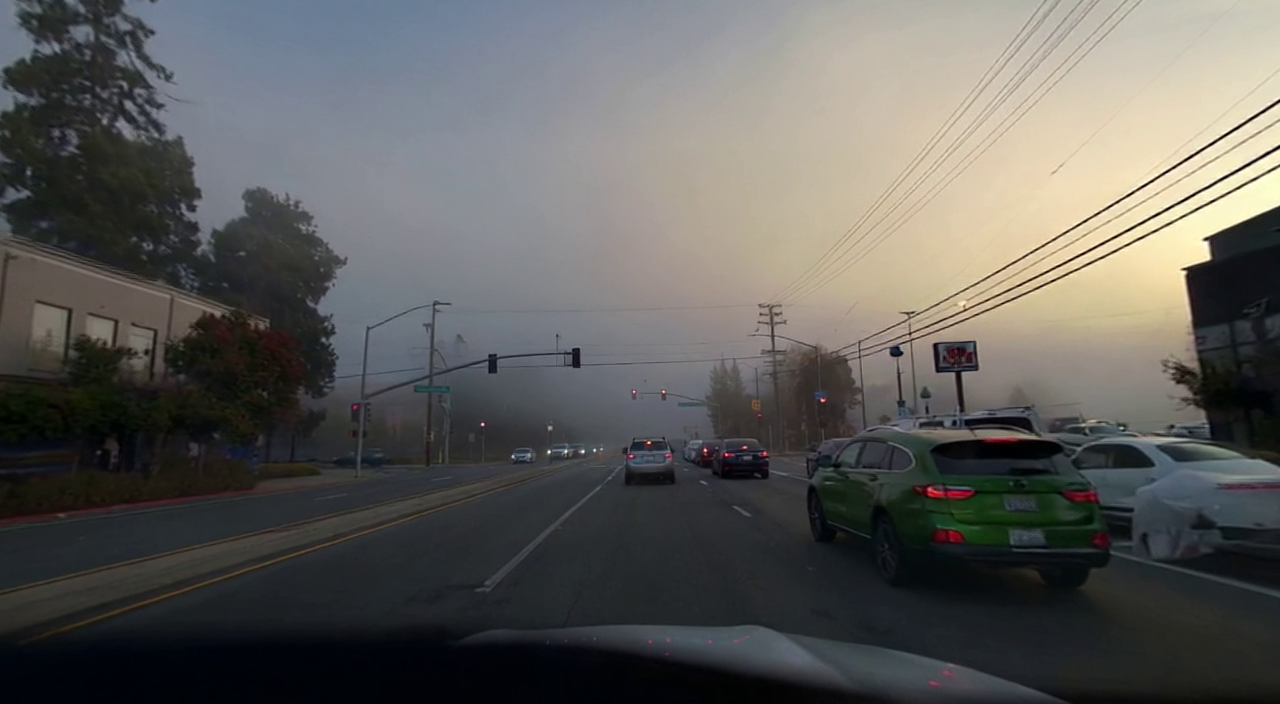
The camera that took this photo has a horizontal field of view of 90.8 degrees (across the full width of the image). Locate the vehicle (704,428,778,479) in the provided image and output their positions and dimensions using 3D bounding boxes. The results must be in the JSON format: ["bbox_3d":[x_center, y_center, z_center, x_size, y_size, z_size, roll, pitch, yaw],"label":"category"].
[{"bbox_3d":[3.812,3.945,24.715,2.060,1.789,4.712,0,-9,-1],"label":"vehicle"}]

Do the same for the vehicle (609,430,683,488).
[{"bbox_3d":[0.201,3.412,20.449,2.149,1.668,3.962,0,-9,1],"label":"vehicle"}]

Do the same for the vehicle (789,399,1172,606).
[{"bbox_3d":[3.191,1.507,7.178,1.998,1.620,4.267,0,-9,1],"label":"vehicle"}]

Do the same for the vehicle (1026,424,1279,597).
[{"bbox_3d":[6.299,1.478,6.317,1.906,1.435,4.670,0,-9,0],"label":"vehicle"}]
